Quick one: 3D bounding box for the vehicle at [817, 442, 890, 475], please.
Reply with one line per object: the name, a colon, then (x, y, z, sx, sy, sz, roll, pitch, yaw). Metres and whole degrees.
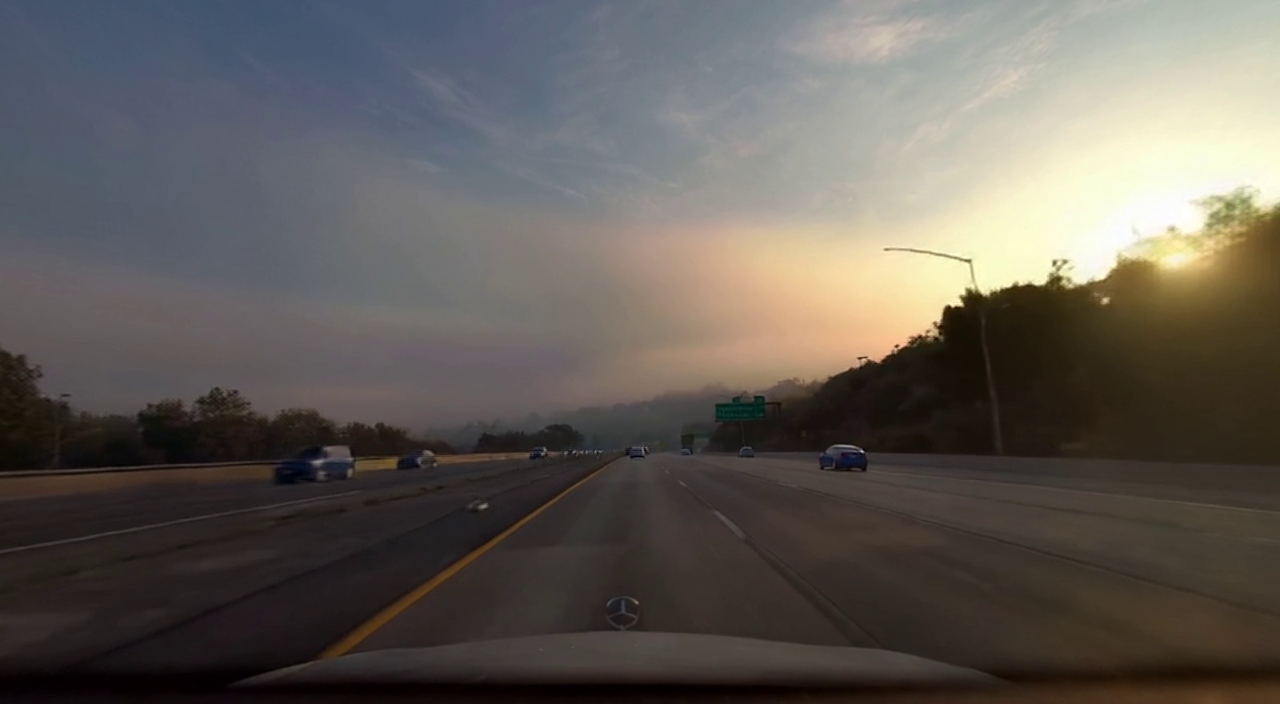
vehicle: (10.637, 5.318, 31.871, 2.024, 1.481, 4.747, 0, -8, 0)

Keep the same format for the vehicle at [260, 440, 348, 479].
vehicle: (-17.542, 5.603, 33.223, 2.272, 1.853, 4.288, 0, -8, -1)
